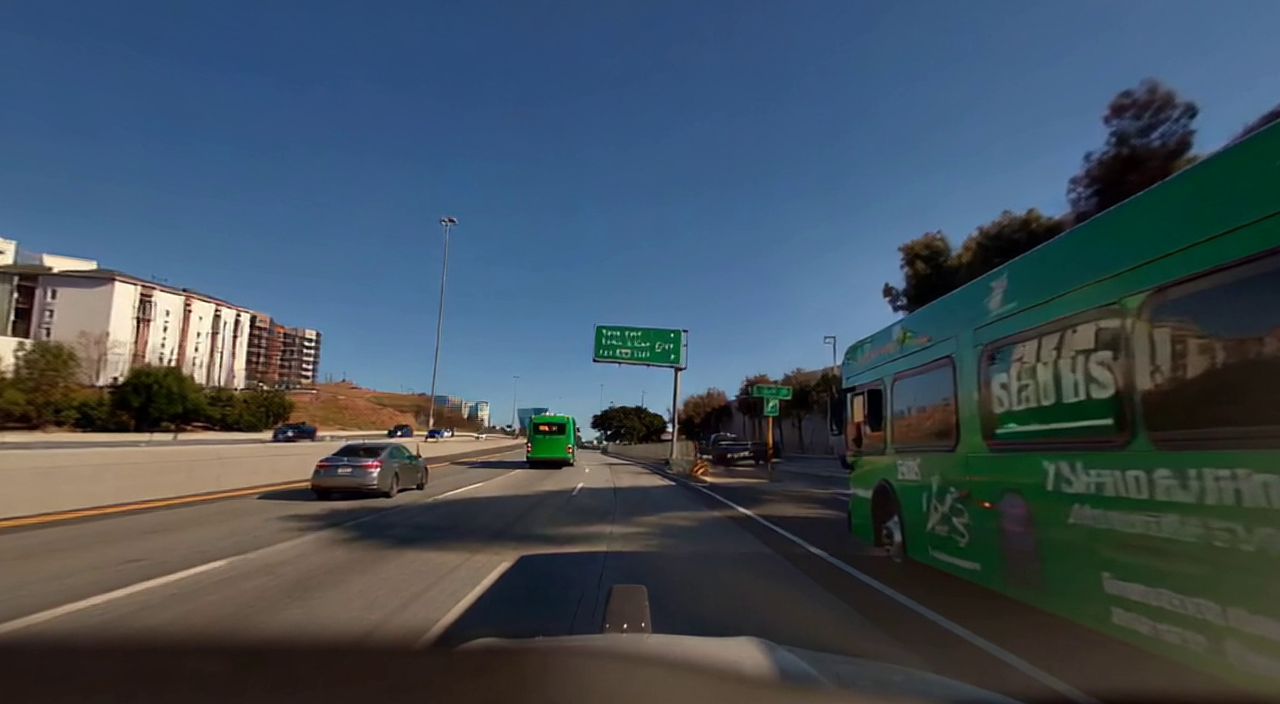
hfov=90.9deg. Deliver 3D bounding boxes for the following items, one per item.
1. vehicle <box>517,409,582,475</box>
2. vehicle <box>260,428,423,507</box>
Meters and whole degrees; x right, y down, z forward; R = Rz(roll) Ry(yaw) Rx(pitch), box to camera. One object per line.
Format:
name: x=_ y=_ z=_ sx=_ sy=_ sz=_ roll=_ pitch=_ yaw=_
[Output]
vehicle: x=-4.690 y=4.754 z=33.114 sx=2.888 sy=2.944 sz=8.373 roll=2 pitch=-9 yaw=-7
vehicle: x=-7.310 y=2.874 z=16.058 sx=1.993 sy=1.690 sz=4.450 roll=0 pitch=-9 yaw=-1
